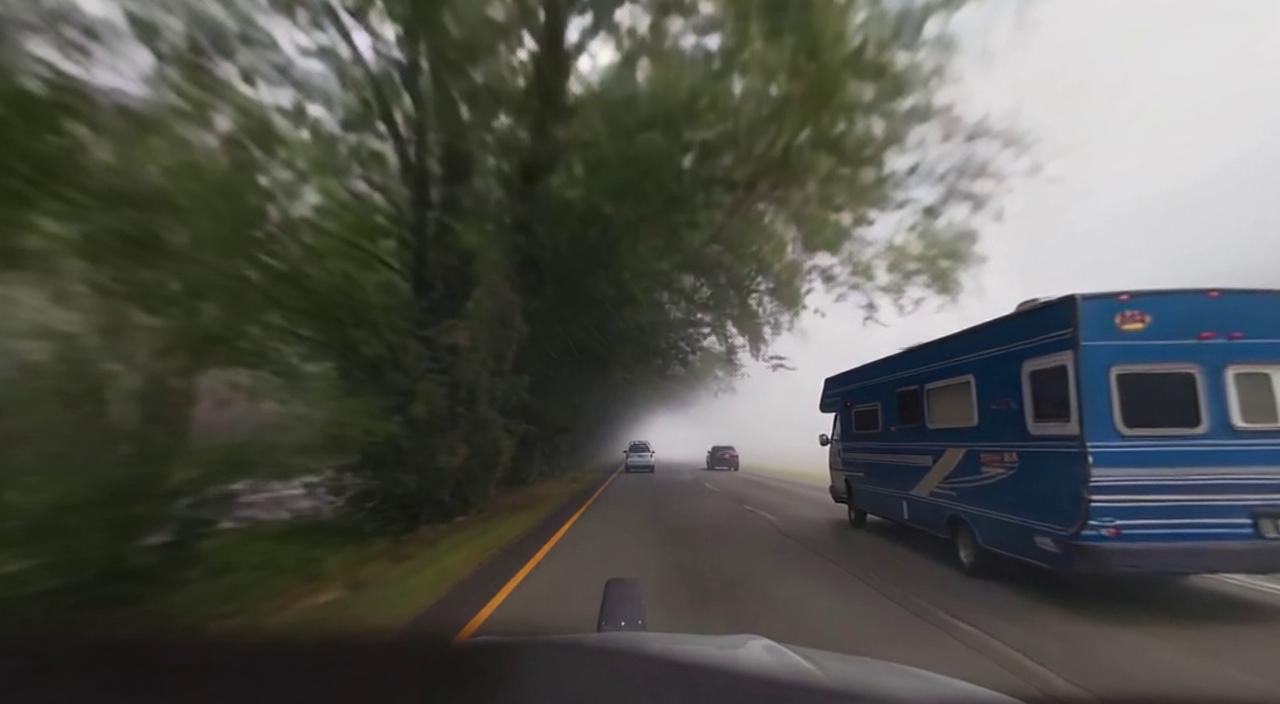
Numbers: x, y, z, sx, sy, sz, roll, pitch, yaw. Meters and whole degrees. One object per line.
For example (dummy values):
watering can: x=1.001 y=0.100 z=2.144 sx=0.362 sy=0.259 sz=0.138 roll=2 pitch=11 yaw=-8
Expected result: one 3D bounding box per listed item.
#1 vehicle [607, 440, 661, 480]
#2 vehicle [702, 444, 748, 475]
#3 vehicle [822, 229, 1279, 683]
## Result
vehicle: x=-0.260 y=4.614 z=27.057 sx=2.120 sy=1.575 sz=4.018 roll=0 pitch=-9 yaw=0
vehicle: x=4.224 y=5.390 z=31.702 sx=1.757 sy=1.459 sz=3.398 roll=0 pitch=-9 yaw=-1
vehicle: x=4.589 y=1.131 z=7.461 sx=2.745 sy=2.832 sz=7.035 roll=1 pitch=-9 yaw=0
